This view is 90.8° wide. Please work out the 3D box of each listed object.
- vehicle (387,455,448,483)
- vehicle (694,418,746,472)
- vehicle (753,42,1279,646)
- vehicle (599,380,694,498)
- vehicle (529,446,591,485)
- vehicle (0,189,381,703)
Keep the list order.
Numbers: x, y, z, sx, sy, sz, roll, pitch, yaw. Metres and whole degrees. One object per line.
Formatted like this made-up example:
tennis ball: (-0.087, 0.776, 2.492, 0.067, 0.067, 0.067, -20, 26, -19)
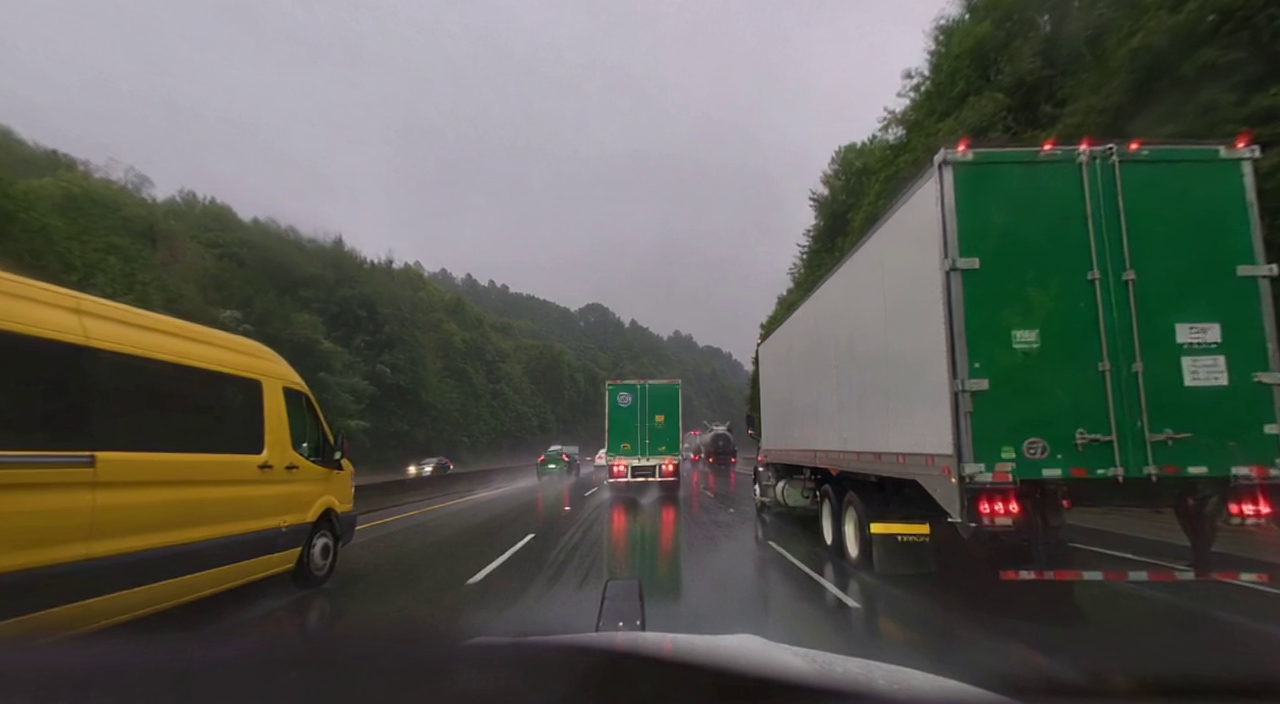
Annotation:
vehicle: (-12.803, 6.727, 36.608, 1.946, 1.484, 4.319, 0, -9, 1)
vehicle: (5.772, 7.073, 47.360, 2.706, 3.500, 11.483, 0, -9, 2)
vehicle: (4.458, 0.720, 10.159, 3.139, 4.152, 11.915, 0, -9, 0)
vehicle: (0.169, 3.299, 23.245, 2.773, 3.455, 9.118, 0, -9, 0)
vehicle: (-3.599, 5.197, 29.245, 2.134, 1.652, 4.439, 0, -9, 3)
vehicle: (-4.194, 0.675, 3.712, 2.525, 2.572, 6.260, 0, -9, 1)
